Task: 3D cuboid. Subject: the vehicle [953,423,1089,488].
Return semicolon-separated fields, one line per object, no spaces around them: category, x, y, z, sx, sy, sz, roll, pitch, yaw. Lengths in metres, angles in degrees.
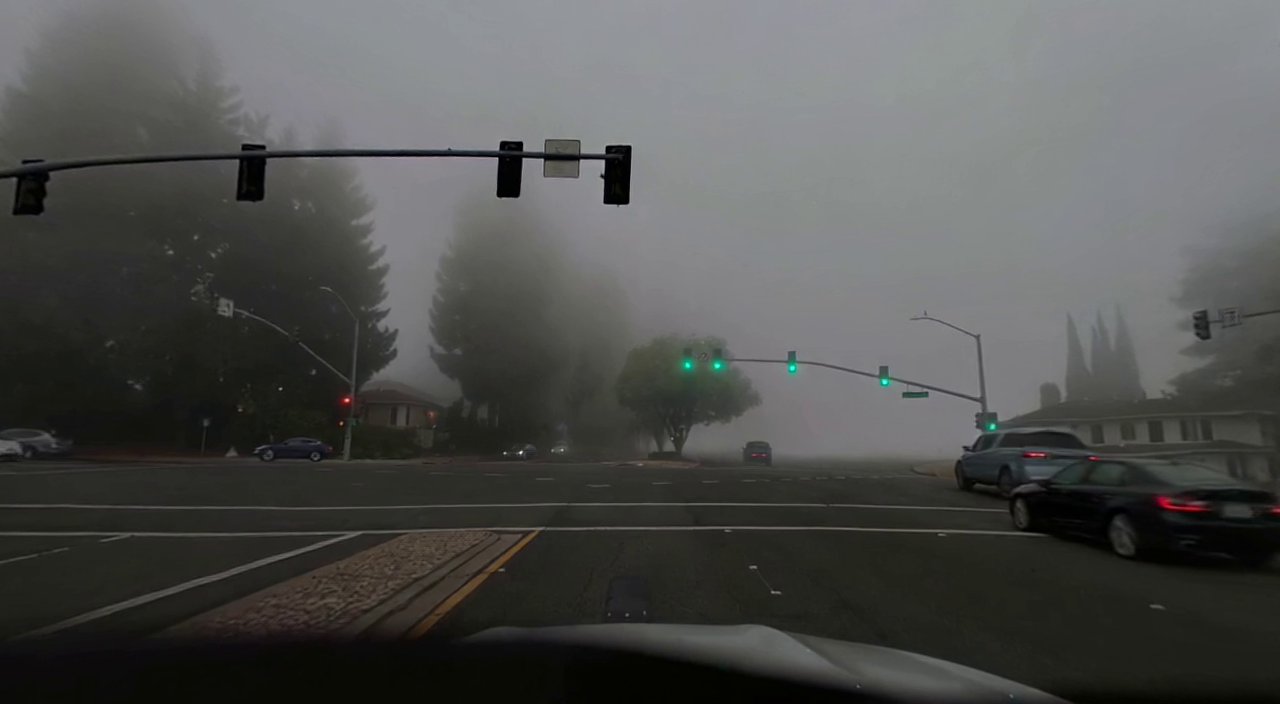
vehicle;16.810;4.722;28.357;2.289;2.575;6.010;0;-11;1

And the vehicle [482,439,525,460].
vehicle;-10.072;7.218;46.723;2.039;1.519;4.356;-1;-8;2

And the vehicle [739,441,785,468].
vehicle;7.344;6.211;38.350;1.962;1.568;4.430;0;-8;1

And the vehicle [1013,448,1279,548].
vehicle;9.559;2.606;12.067;1.947;1.481;4.745;0;-8;1

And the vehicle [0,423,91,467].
vehicle;-27.020;3.983;26.987;4.911;1.801;2.129;0;-8;0

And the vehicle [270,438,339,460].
vehicle;-24.815;7.171;46.785;1.917;1.543;4.027;-5;-10;29
